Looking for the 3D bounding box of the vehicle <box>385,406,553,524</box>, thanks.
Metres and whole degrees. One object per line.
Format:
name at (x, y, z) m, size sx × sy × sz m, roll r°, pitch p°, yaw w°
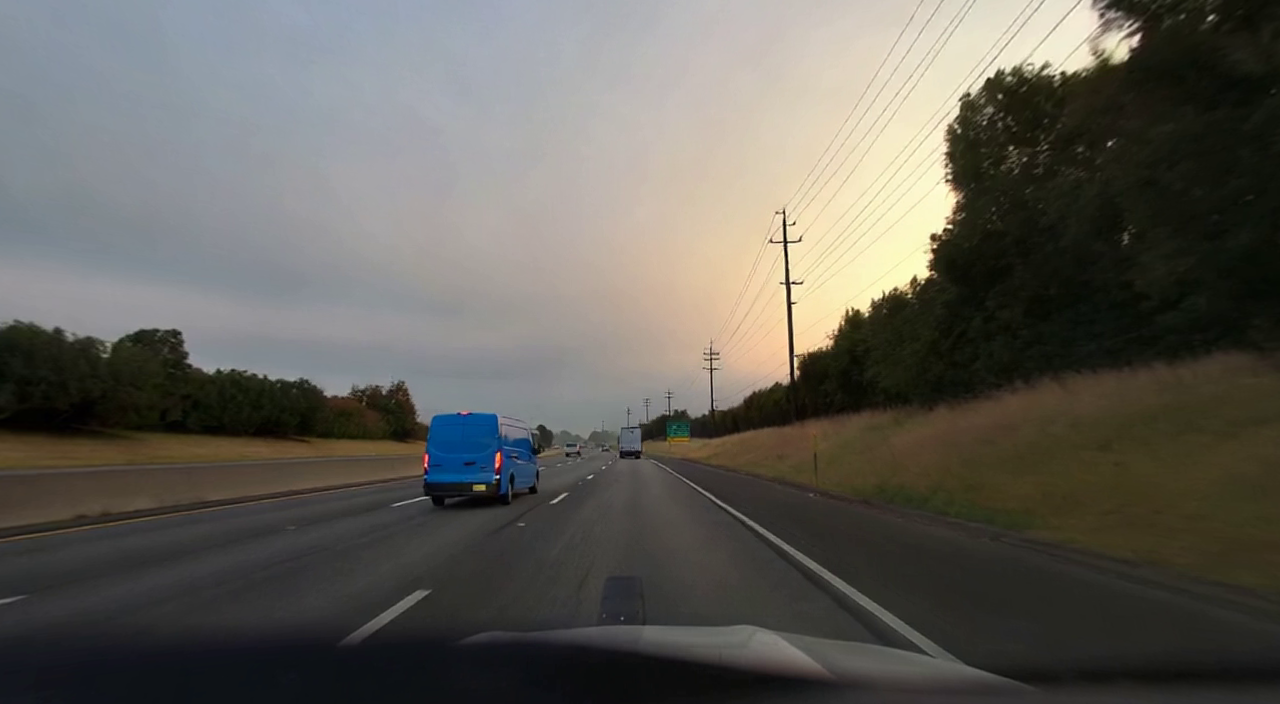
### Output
vehicle at (-3.305, 2.345, 13.528) m, size 2.197 × 2.011 × 5.130 m, roll 0°, pitch -9°, yaw -1°
